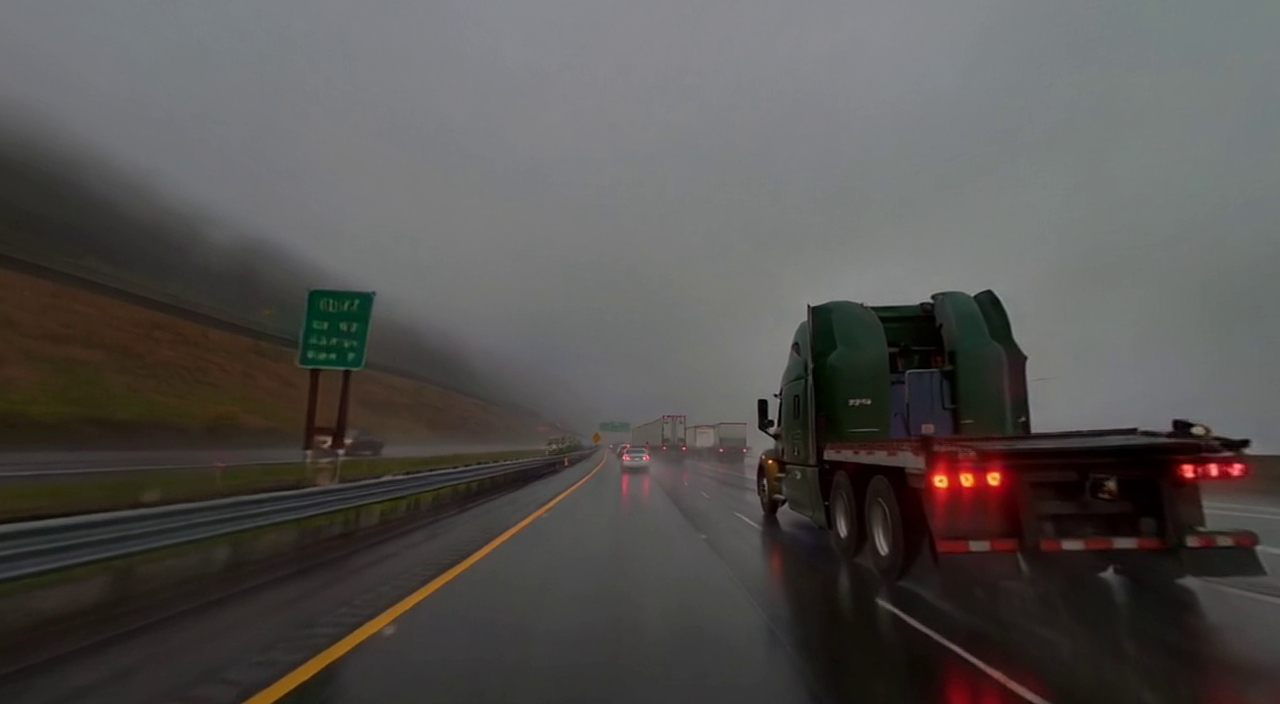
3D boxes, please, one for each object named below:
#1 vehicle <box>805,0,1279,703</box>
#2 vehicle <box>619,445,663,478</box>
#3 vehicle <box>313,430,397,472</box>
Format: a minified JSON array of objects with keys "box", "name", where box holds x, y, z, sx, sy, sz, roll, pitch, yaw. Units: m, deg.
[{"box":[3.633,-0.393,1.509,2.874,4.065,14.243,0,-9,1],"name":"vehicle"},{"box":[0.021,5.078,29.502,1.927,1.437,3.794,0,-9,-1],"name":"vehicle"},{"box":[-13.133,4.613,29.390,2.012,1.783,4.216,0,-9,-1],"name":"vehicle"}]
